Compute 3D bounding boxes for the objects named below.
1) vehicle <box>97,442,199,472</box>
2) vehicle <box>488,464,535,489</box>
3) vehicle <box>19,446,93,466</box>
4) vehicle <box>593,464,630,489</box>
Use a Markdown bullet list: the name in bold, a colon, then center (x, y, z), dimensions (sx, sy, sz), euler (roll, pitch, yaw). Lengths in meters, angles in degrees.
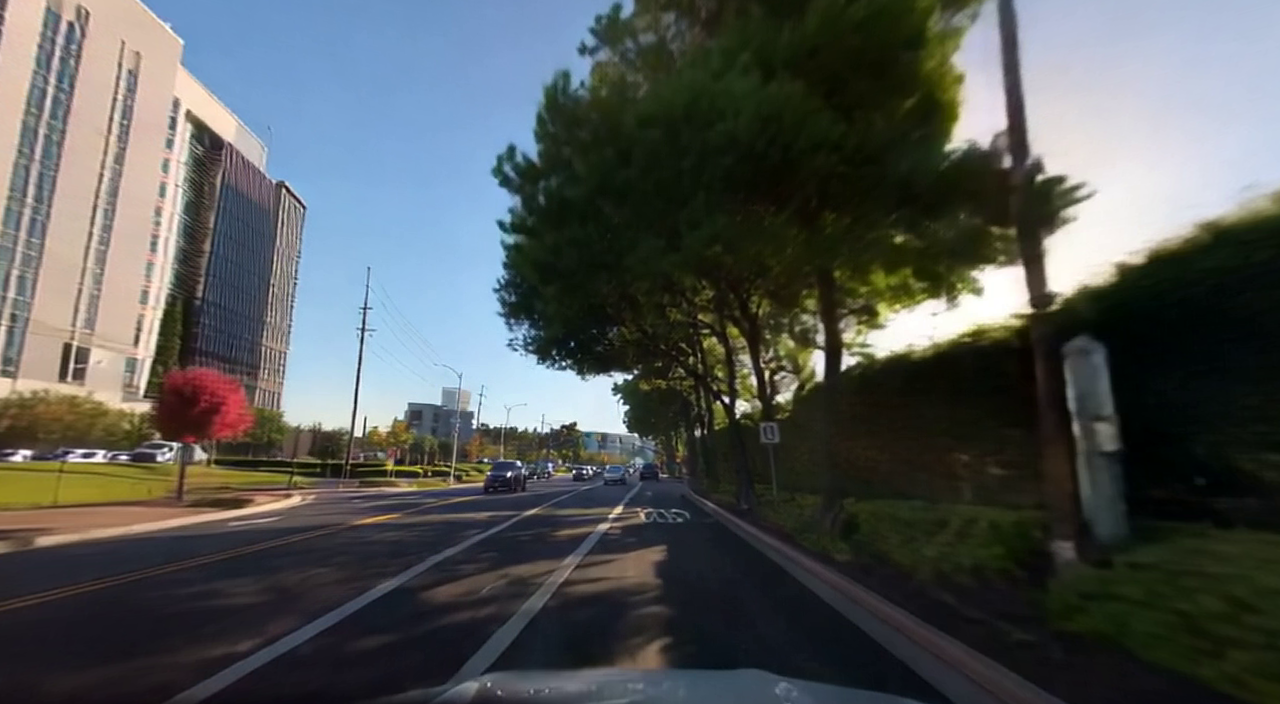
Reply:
- **vehicle**: center (-34.922, 7.540, 44.797), dimensions (2.033, 1.959, 5.294), euler (-3, -11, 20)
- **vehicle**: center (-8.278, 8.066, 40.831), dimensions (1.979, 1.499, 4.666), euler (0, -11, 0)
- **vehicle**: center (-46.337, 8.277, 49.902), dimensions (1.714, 1.464, 3.804), euler (-3, -11, 18)
- **vehicle**: center (-1.974, 8.748, 44.120), dimensions (2.067, 1.629, 3.858), euler (0, -11, 5)
